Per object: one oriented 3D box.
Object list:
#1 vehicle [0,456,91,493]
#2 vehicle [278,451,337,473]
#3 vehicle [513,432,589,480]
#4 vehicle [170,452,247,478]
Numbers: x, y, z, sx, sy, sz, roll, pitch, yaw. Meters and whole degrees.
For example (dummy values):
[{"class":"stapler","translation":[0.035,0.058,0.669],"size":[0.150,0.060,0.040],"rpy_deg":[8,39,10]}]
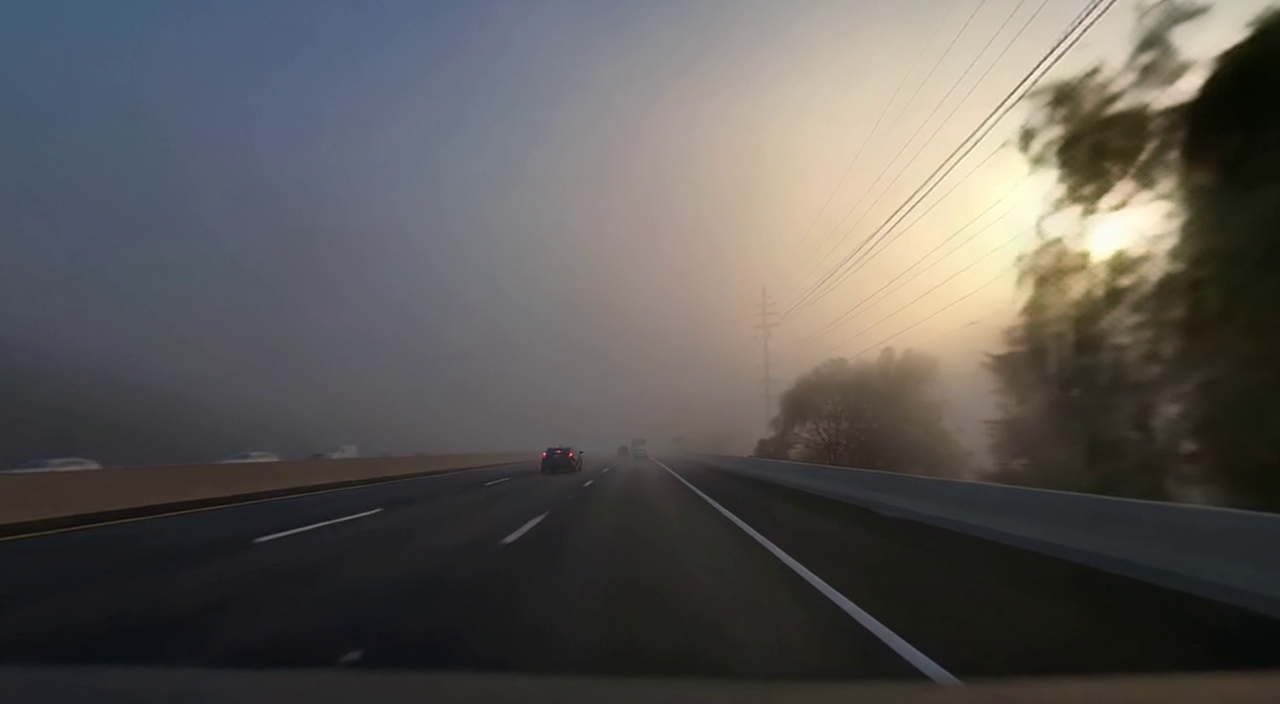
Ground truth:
[{"class":"vehicle","translation":[-28.620,5.642,29.347],"size":[1.901,1.511,4.551],"rpy_deg":[0,-9,0]},{"class":"vehicle","translation":[-24.458,8.103,46.514],"size":[1.841,1.514,4.484],"rpy_deg":[0,-9,0]},{"class":"vehicle","translation":[-3.828,4.625,28.196],"size":[2.577,1.939,5.408],"rpy_deg":[0,-9,1]},{"class":"vehicle","translation":[-28.495,7.462,41.771],"size":[1.886,1.594,4.530],"rpy_deg":[0,-9,0]}]
